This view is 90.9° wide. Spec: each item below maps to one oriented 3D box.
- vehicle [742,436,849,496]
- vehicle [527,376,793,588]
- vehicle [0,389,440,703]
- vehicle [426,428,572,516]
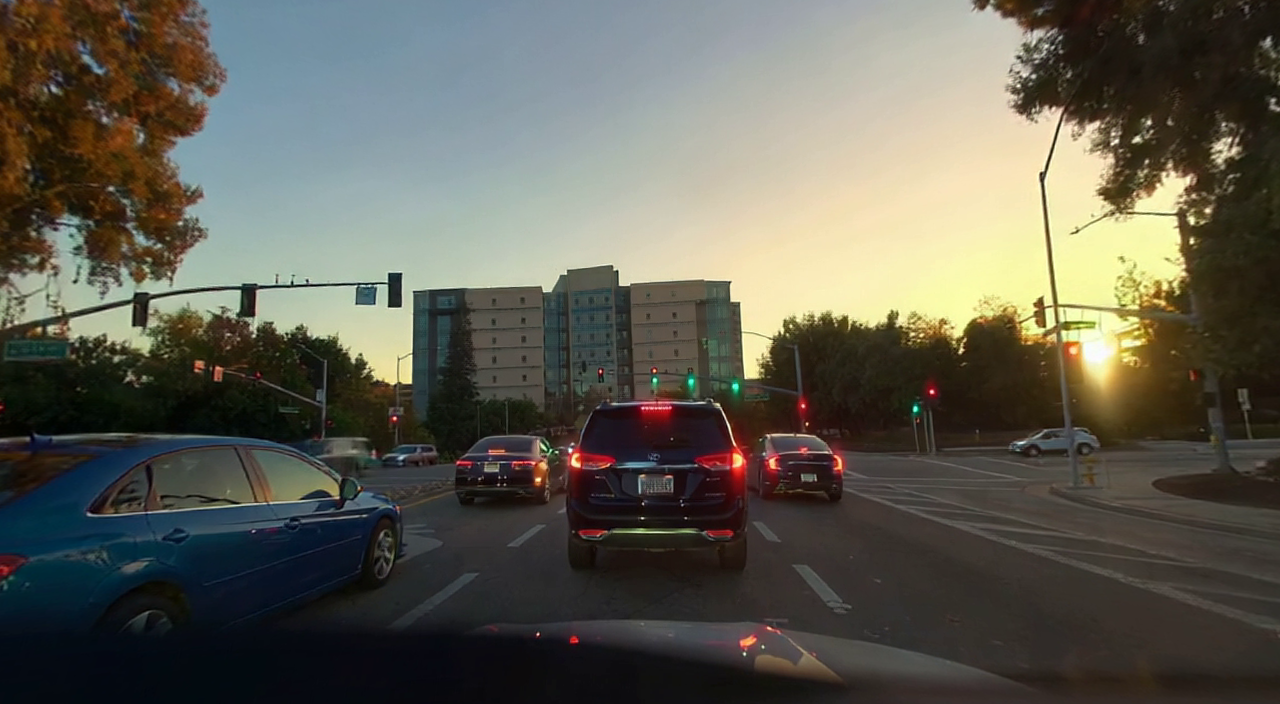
[{"bbox_3d":[4.100,3.062,17.350,1.979,1.453,4.011,0,-8,1],"label":"vehicle"},{"bbox_3d":[0.225,1.436,7.724,2.300,1.832,4.331,0,-8,1],"label":"vehicle"},{"bbox_3d":[-3.213,1.203,4.441,1.958,1.494,4.624,0,-8,2],"label":"vehicle"},{"bbox_3d":[-2.684,2.384,13.052,1.851,1.502,4.042,0,-8,4],"label":"vehicle"}]
